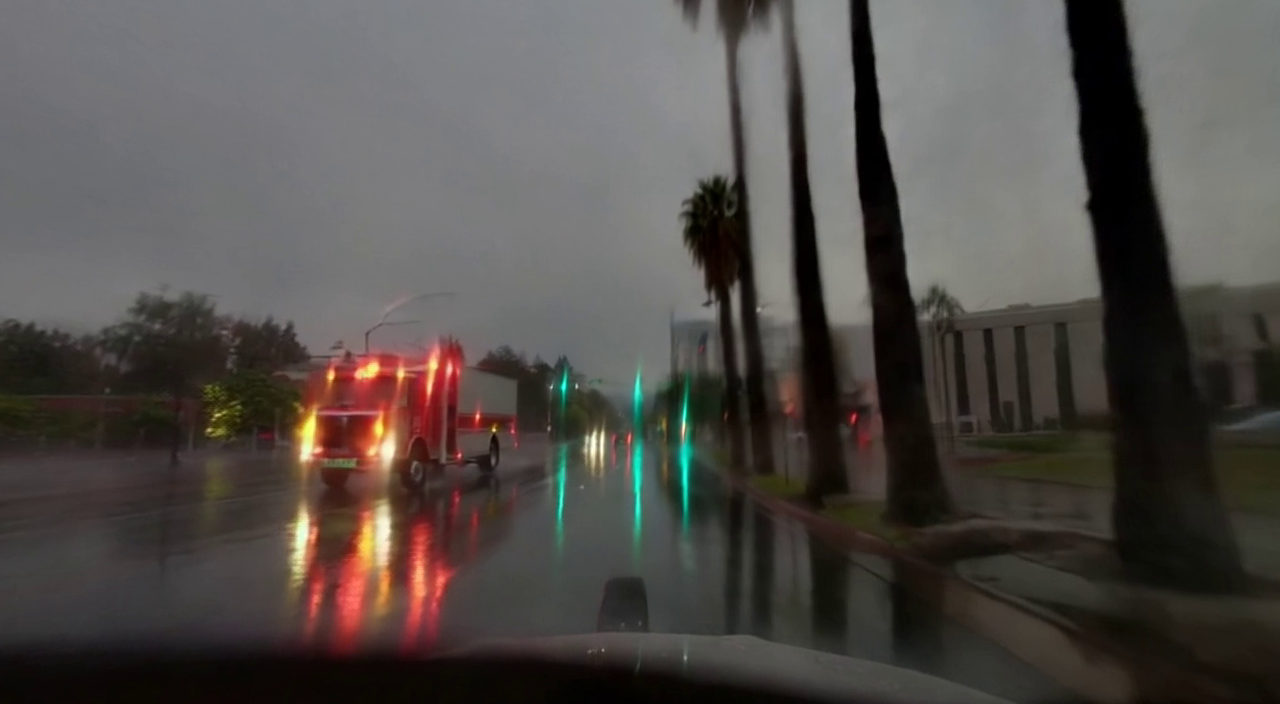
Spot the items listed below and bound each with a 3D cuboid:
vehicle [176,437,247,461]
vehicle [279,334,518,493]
[{"bbox_3d":[-33.581,7.644,49.220,4.470,1.613,1.897,-4,-10,11],"label":"vehicle"},{"bbox_3d":[-6.786,2.267,20.623,3.008,3.730,11.786,0,-8,1],"label":"vehicle"}]
